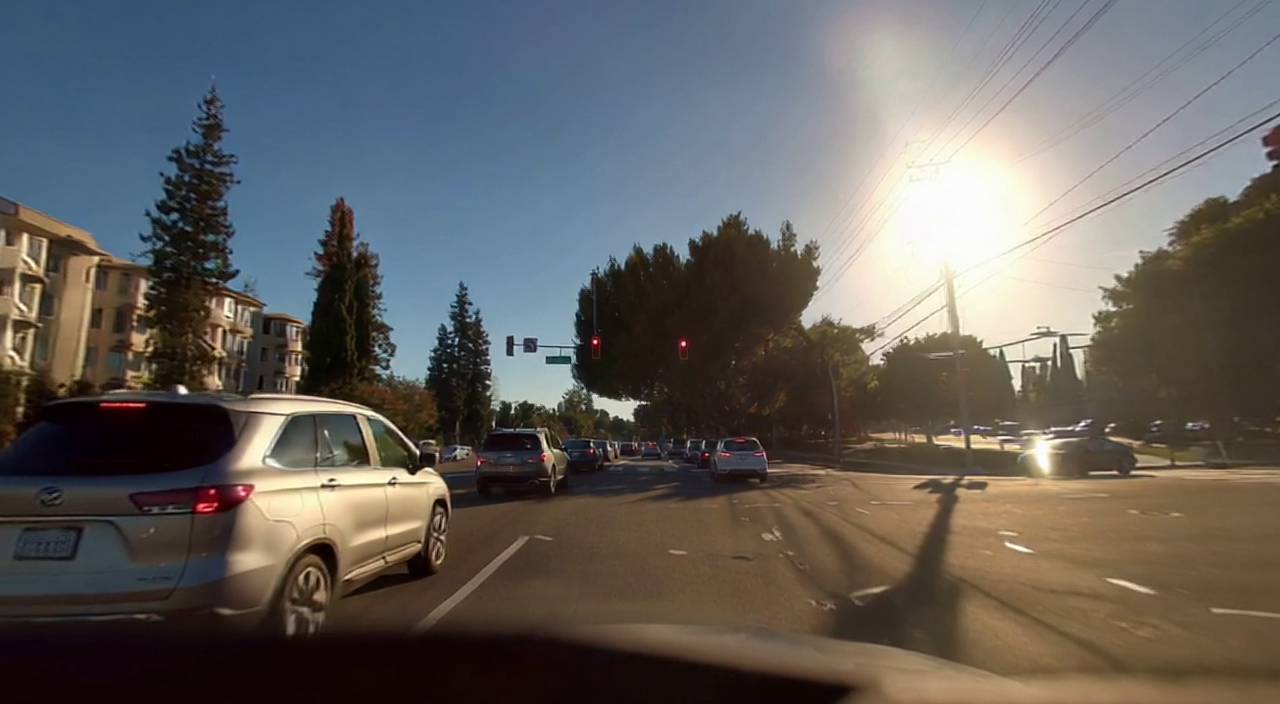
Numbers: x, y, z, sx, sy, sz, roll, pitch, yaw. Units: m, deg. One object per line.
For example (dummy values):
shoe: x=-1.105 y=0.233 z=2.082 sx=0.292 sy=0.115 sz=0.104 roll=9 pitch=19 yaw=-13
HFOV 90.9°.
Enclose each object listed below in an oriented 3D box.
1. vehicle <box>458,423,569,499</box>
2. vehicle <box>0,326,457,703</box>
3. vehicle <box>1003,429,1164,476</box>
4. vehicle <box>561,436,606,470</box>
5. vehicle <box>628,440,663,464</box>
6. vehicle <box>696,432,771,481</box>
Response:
vehicle: x=-3.179 y=2.848 z=16.799 sx=1.958 sy=1.744 sz=4.315 roll=0 pitch=-8 yaw=2
vehicle: x=-3.079 y=1.079 z=4.587 sx=2.127 sy=1.754 sz=4.287 roll=0 pitch=-8 yaw=1
vehicle: x=15.643 y=3.581 z=22.501 sx=4.119 sy=1.574 sz=2.028 roll=-1 pitch=-9 yaw=10
vehicle: x=-2.915 y=5.290 z=33.250 sx=1.900 sy=1.677 sz=4.128 roll=0 pitch=-8 yaw=2
vehicle: x=0.362 y=6.642 z=41.849 sx=2.185 sy=1.515 sz=4.215 roll=0 pitch=-8 yaw=1
vehicle: x=3.529 y=4.086 z=24.803 sx=2.201 sy=1.734 sz=4.564 roll=0 pitch=-8 yaw=-1
